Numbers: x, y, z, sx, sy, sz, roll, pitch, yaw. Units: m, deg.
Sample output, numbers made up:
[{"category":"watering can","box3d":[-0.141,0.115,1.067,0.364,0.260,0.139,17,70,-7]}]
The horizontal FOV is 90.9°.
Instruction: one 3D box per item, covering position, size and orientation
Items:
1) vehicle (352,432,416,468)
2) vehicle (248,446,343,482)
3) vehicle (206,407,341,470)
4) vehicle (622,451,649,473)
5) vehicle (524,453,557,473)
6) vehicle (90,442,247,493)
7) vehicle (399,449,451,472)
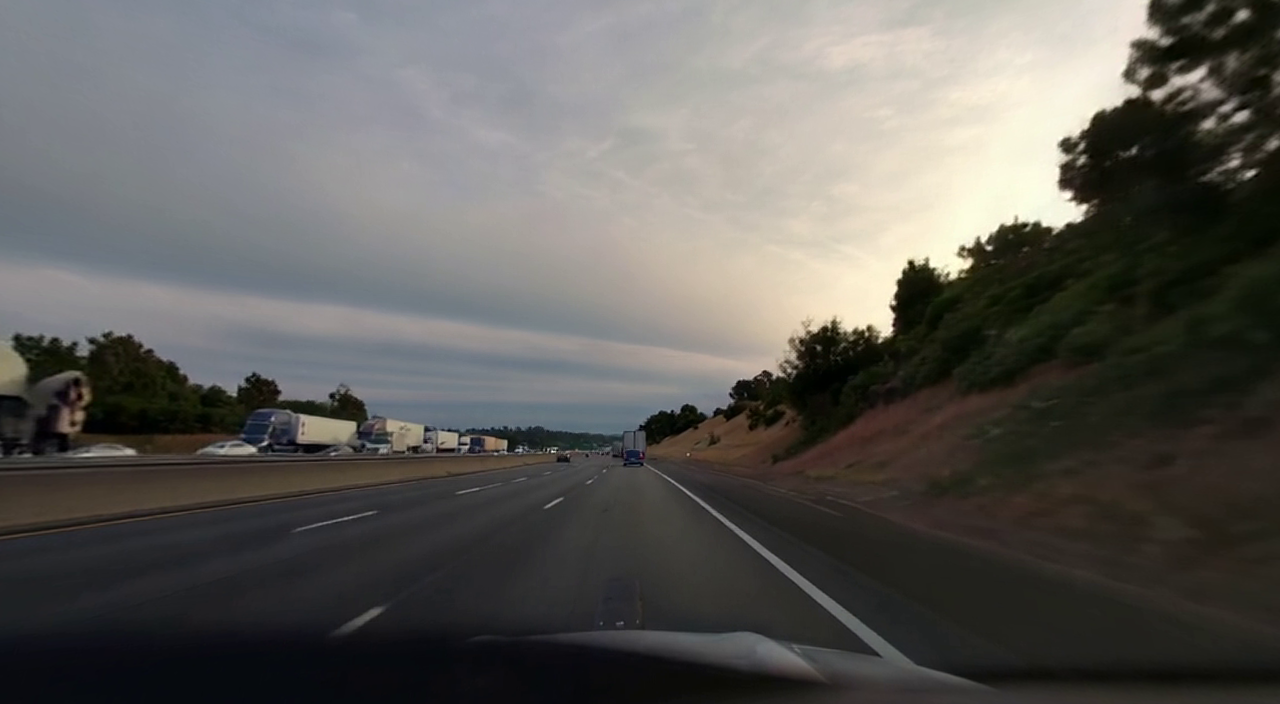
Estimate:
[{"category":"vehicle","box3d":[-19.536,7.567,48.541,2.379,2.537,6.065,0,-9,0]},{"category":"vehicle","box3d":[-14.853,4.825,27.458,1.837,1.427,4.020,0,-9,0]},{"category":"vehicle","box3d":[-23.977,5.872,42.184,2.893,3.701,10.393,0,-9,-1]},{"category":"vehicle","box3d":[-0.330,8.493,48.851,2.009,1.657,3.962,0,-9,-1]},{"category":"vehicle","box3d":[-7.656,8.566,48.956,1.895,1.446,4.456,0,-9,0]},{"category":"vehicle","box3d":[-14.723,3.611,20.023,1.851,1.438,4.071,0,-9,0]},{"category":"vehicle","box3d":[-14.832,7.483,43.716,1.935,1.486,4.694,0,-9,0]}]
